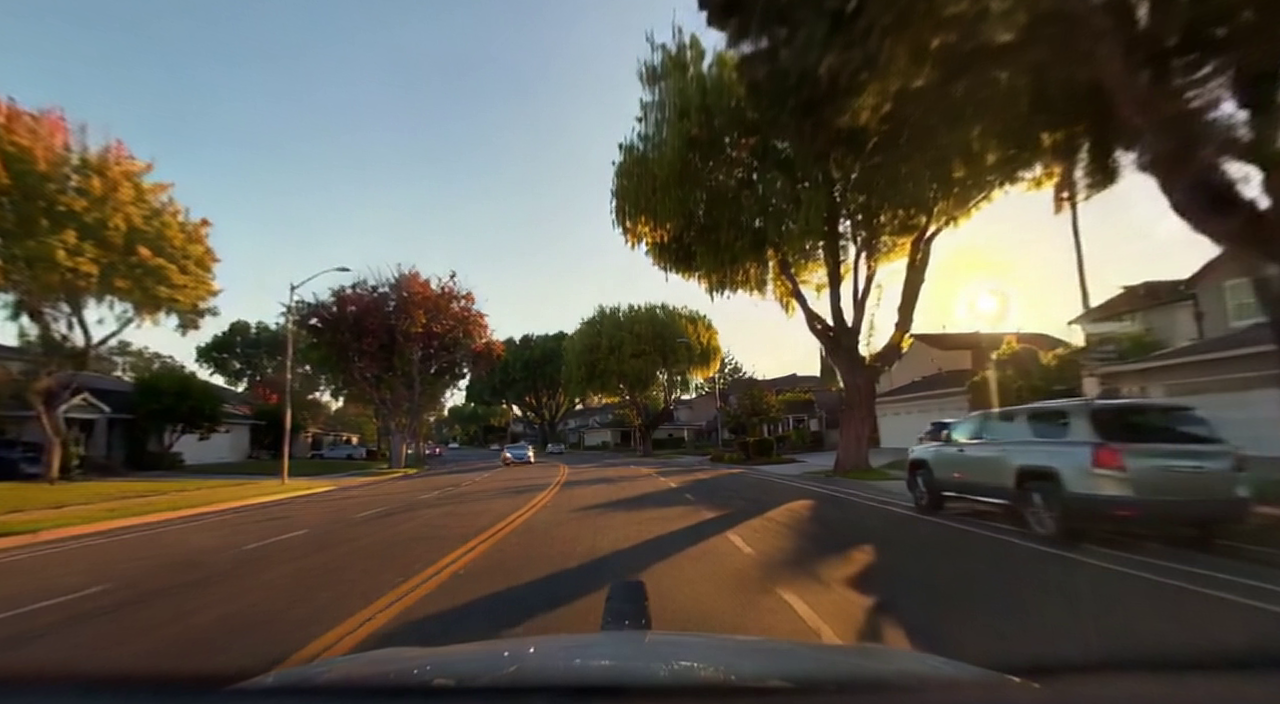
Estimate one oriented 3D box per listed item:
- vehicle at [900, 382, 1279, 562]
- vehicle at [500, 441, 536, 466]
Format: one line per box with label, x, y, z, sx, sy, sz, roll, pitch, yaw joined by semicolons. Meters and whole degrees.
vehicle;6.630;1.758;10.170;2.348;1.986;6.289;0;-8;2
vehicle;-7.861;6.436;40.269;2.043;1.470;4.338;2;-8;-13
